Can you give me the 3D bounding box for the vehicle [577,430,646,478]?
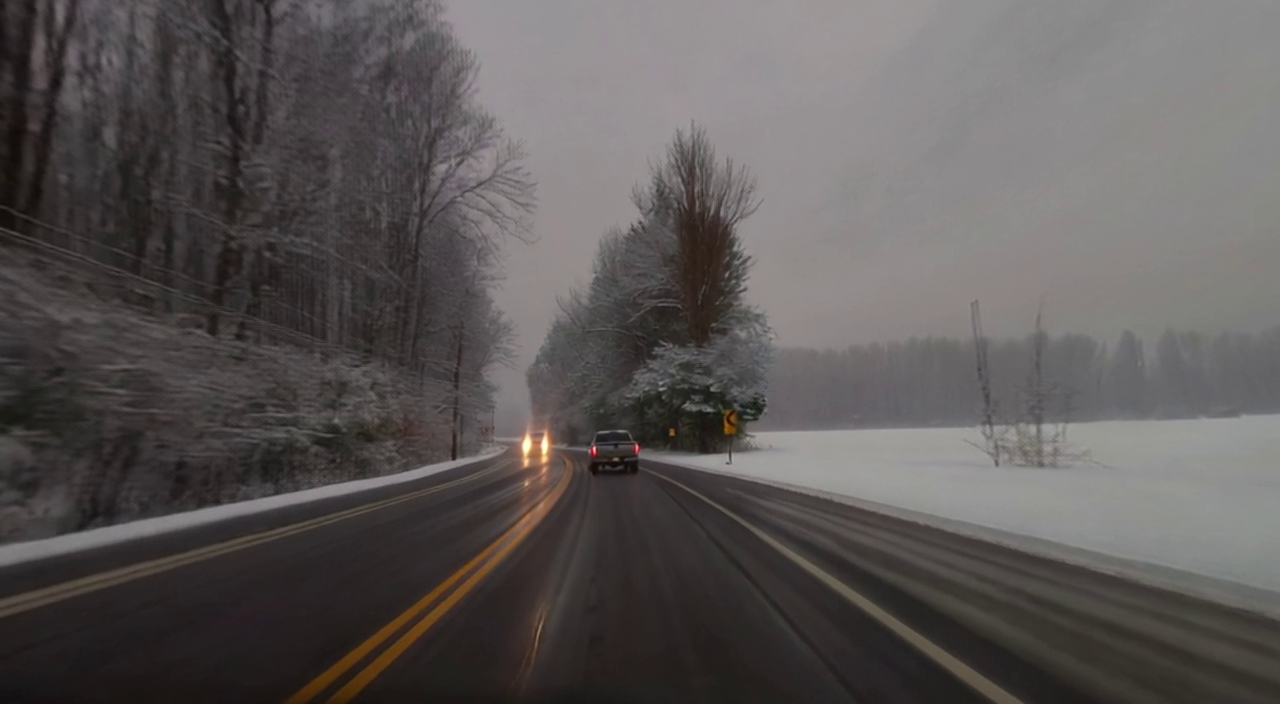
[{"bbox_3d":[-1.268,4.298,26.858,2.631,1.798,5.331,0,-8,-4],"label":"vehicle"}]
